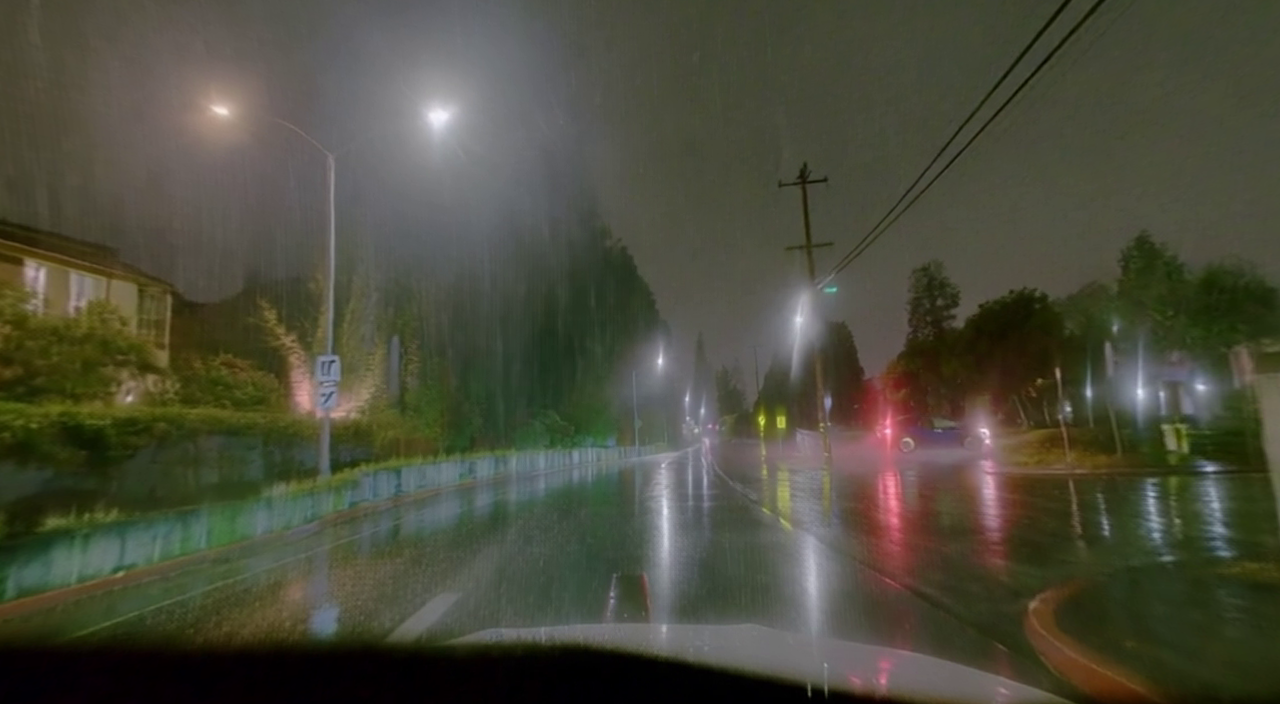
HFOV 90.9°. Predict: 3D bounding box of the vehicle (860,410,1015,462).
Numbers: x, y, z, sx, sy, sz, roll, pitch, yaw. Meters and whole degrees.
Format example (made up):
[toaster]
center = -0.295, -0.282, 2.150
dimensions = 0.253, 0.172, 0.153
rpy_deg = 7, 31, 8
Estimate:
[vehicle]
center = 10.617, 3.072, 22.839
dimensions = 4.614, 1.764, 1.860
rpy_deg = -1, -8, 6
